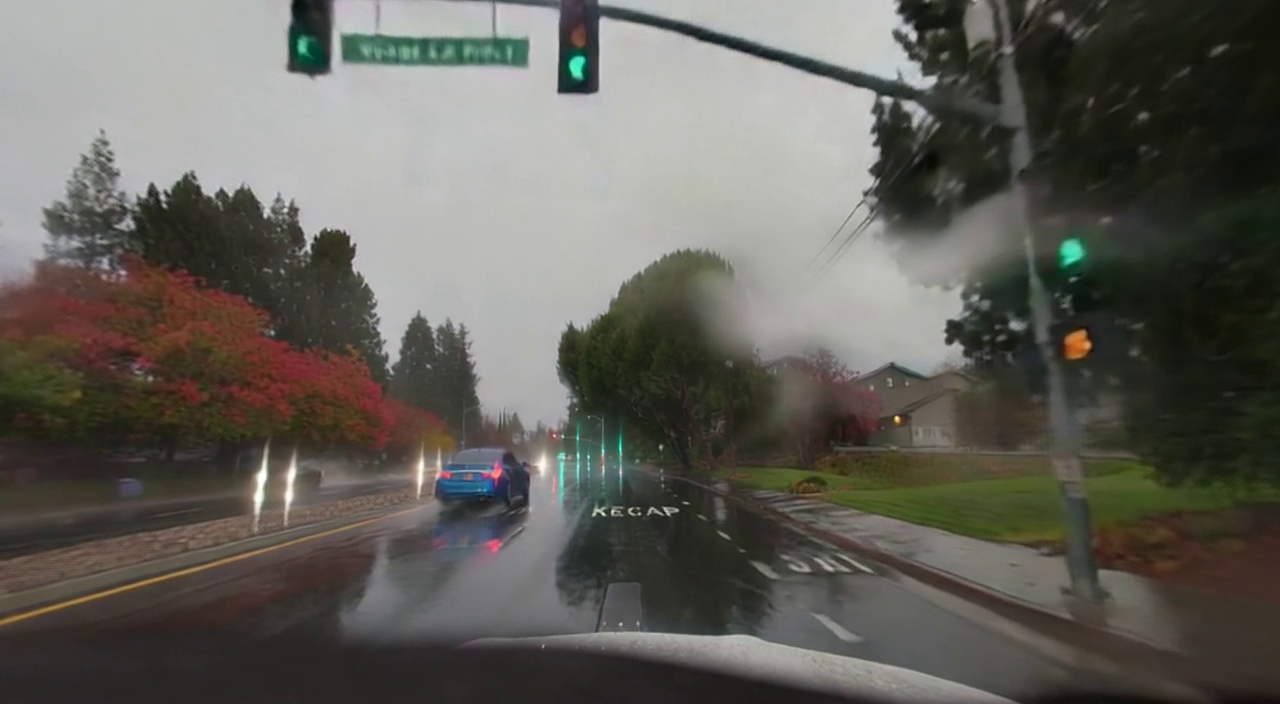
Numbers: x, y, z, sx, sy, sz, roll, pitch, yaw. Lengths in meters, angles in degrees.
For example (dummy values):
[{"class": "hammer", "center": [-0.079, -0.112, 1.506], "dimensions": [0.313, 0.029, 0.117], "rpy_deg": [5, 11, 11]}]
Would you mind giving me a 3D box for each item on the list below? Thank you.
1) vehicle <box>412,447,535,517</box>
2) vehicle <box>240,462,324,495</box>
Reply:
[{"class": "vehicle", "center": [-4.044, 3.220, 16.230], "dimensions": [1.980, 1.508, 4.502], "rpy_deg": [0, -9, -1]}, {"class": "vehicle", "center": [-18.332, 6.462, 32.628], "dimensions": [1.874, 1.494, 4.395], "rpy_deg": [0, -9, -2]}]
